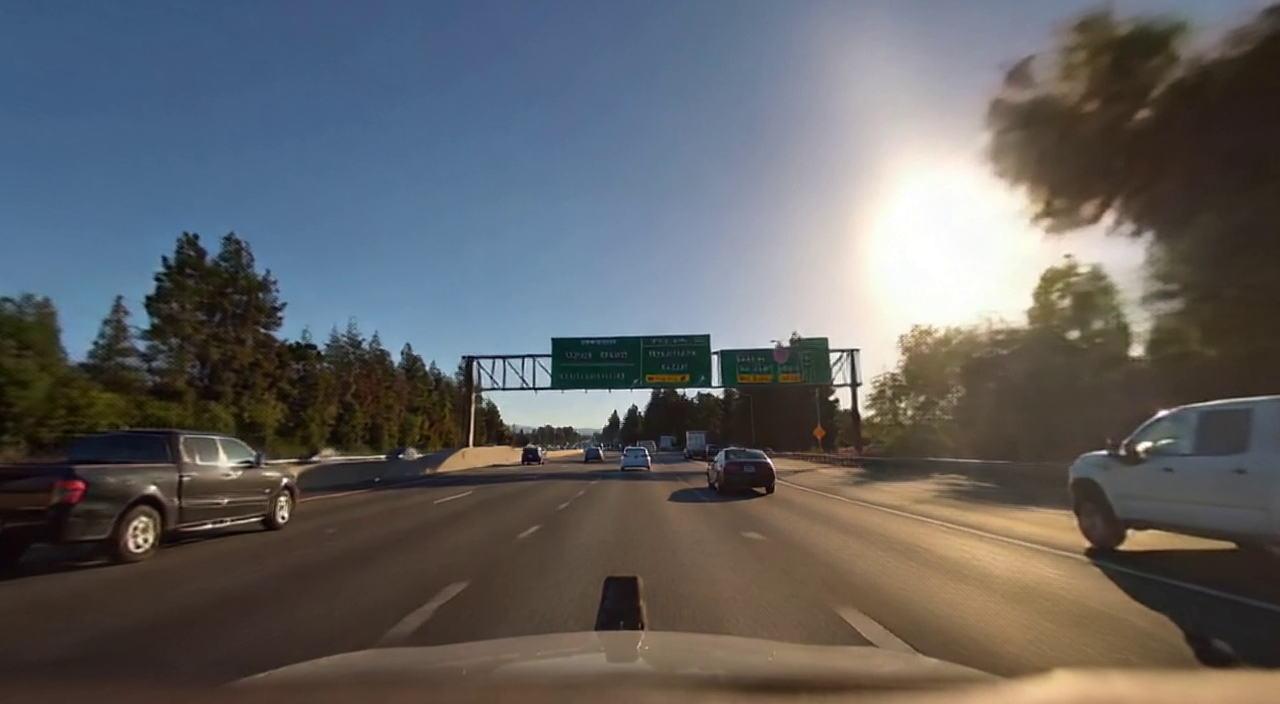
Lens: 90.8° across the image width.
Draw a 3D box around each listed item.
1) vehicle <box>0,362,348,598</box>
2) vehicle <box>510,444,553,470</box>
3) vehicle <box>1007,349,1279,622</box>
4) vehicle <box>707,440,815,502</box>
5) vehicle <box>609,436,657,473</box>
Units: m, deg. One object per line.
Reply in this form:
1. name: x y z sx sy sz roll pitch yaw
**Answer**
1. vehicle: -6.621 1.536 8.485 2.444 2.012 6.122 0 -8 0
2. vehicle: -6.737 6.576 39.825 1.920 1.482 4.385 0 -8 0
3. vehicle: 5.868 0.971 4.649 2.635 1.919 5.907 0 -9 -2
4. vehicle: 3.140 3.177 17.368 2.011 1.462 4.286 0 -8 -1
5. vehicle: -0.359 5.398 33.477 2.323 1.805 4.729 0 -8 0
